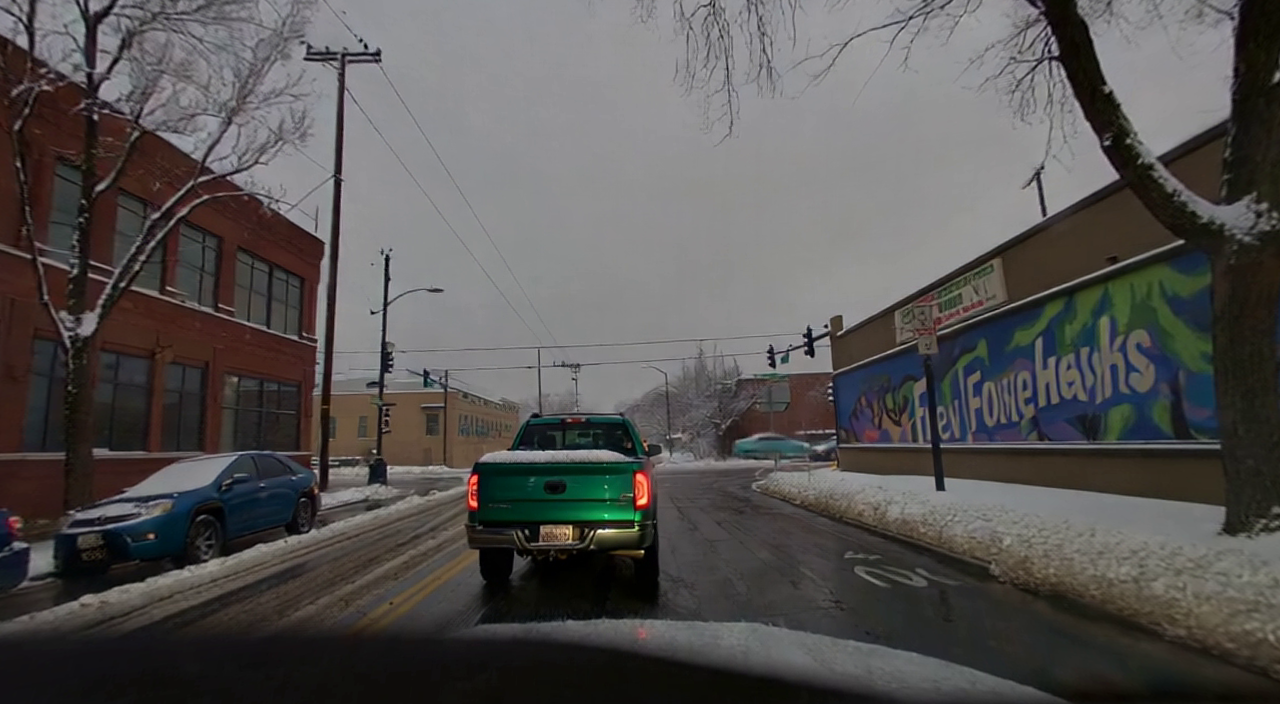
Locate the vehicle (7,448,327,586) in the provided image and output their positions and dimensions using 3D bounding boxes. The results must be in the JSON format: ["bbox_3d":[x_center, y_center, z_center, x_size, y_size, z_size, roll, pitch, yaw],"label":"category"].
[{"bbox_3d":[-7.162,2.454,10.375,1.882,1.686,4.489,0,-8,-2],"label":"vehicle"}]

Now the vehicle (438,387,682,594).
[{"bbox_3d":[-0.706,1.602,8.147,2.215,1.882,4.611,0,-8,1],"label":"vehicle"}]

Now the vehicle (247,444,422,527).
[{"bbox_3d":[-7.394,3.231,16.058,1.884,1.730,5.076,0,-8,0],"label":"vehicle"}]
